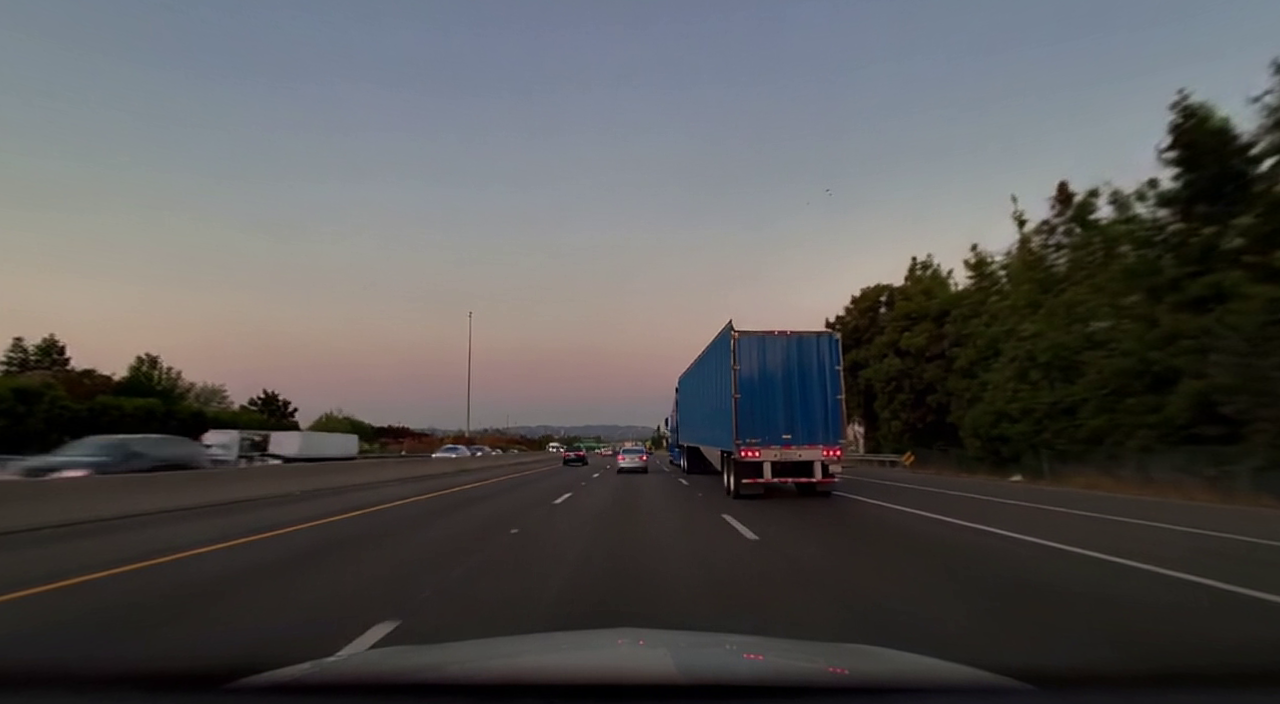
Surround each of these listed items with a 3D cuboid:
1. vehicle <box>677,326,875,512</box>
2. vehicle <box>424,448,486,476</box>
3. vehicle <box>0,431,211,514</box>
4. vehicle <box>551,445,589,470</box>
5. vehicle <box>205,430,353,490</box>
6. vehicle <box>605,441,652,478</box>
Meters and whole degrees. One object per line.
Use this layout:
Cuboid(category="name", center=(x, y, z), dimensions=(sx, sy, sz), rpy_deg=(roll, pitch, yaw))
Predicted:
Cuboid(category="vehicle", center=(3.464, 2.660, 22.021), dimensions=(2.996, 4.123, 15.965), rpy_deg=(0, -9, -1))
Cuboid(category="vehicle", center=(-10.290, 6.140, 35.444), dimensions=(2.009, 1.472, 4.305), rpy_deg=(0, -9, 2))
Cuboid(category="vehicle", center=(-14.020, 3.072, 16.625), dimensions=(1.997, 1.856, 4.782), rpy_deg=(0, -9, 0))
Cuboid(category="vehicle", center=(-4.487, 6.834, 41.010), dimensions=(1.995, 1.491, 4.317), rpy_deg=(0, -9, 0))
Cuboid(category="vehicle", center=(-17.287, 5.211, 30.994), dimensions=(2.773, 2.568, 7.350), rpy_deg=(0, -9, 1))
Cuboid(category="vehicle", center=(-0.538, 5.265, 31.249), dimensions=(2.191, 1.685, 4.015), rpy_deg=(0, -9, 0))
